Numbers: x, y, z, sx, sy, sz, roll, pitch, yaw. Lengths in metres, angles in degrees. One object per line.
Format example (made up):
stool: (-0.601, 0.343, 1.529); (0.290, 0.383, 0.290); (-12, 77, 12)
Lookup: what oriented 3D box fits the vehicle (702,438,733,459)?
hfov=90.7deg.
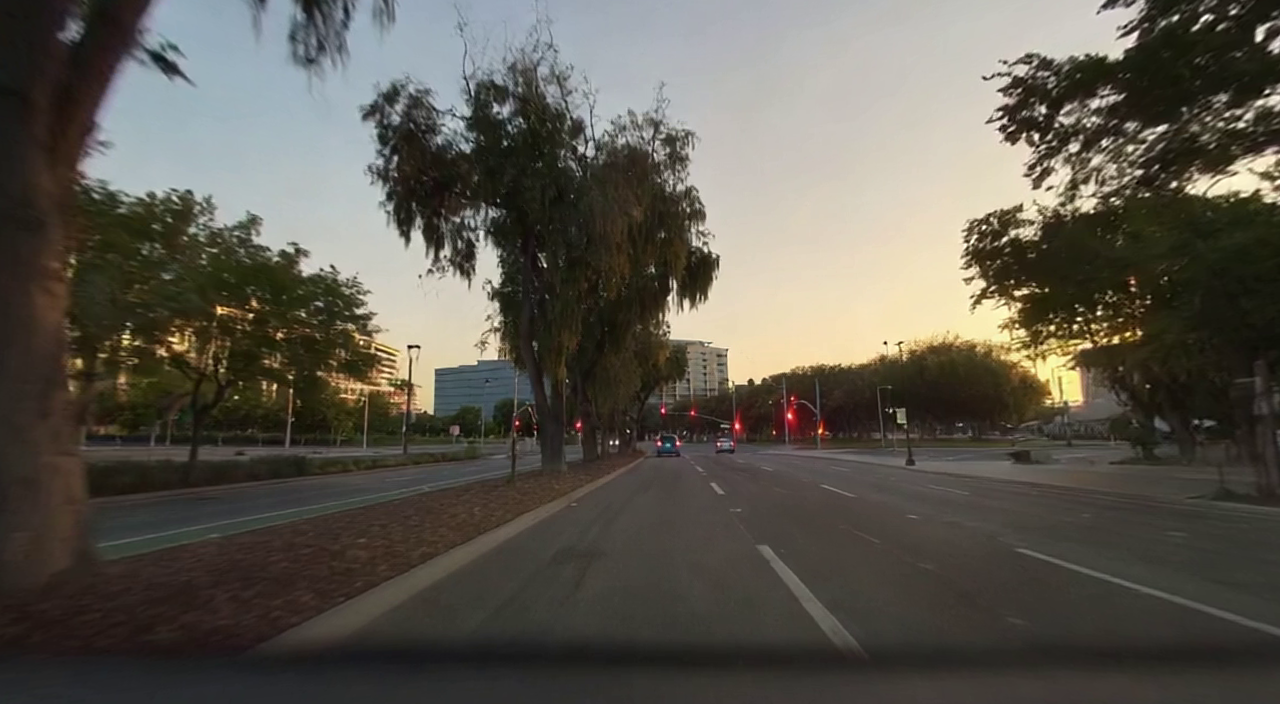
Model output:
vehicle: (5.724, 7.208, 47.202); (1.998, 1.460, 3.898); (-1, -8, 3)
